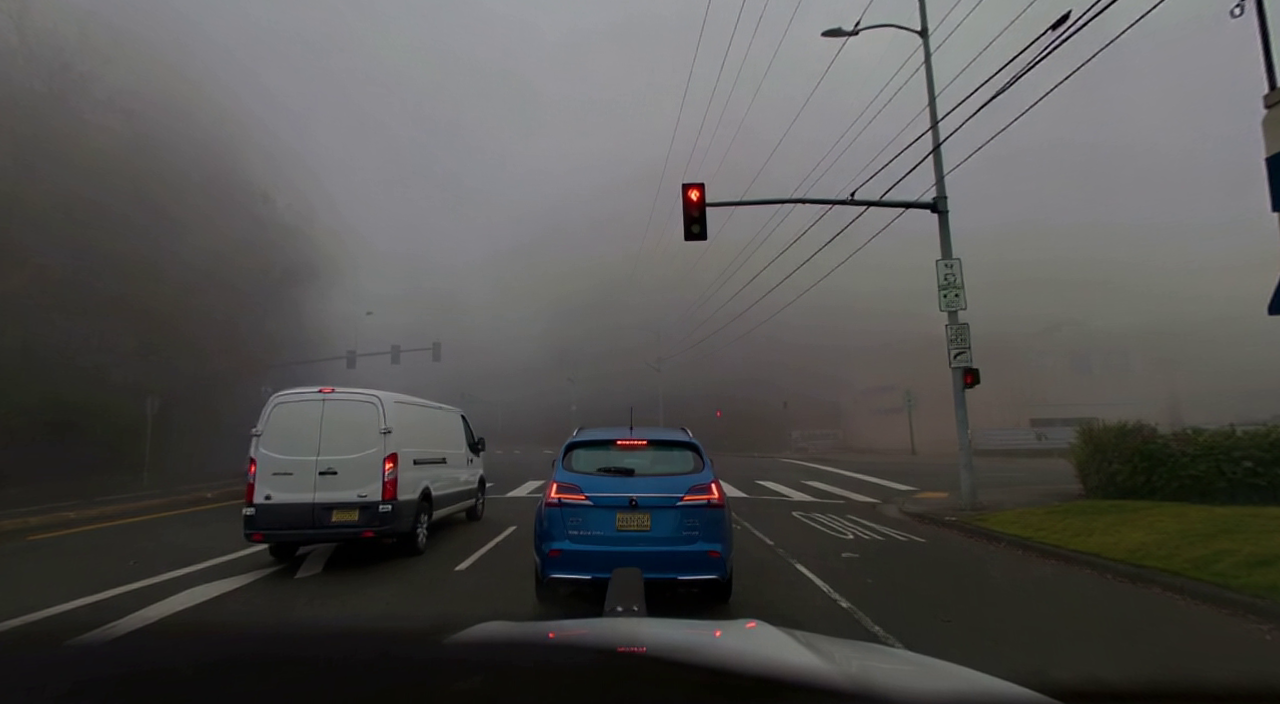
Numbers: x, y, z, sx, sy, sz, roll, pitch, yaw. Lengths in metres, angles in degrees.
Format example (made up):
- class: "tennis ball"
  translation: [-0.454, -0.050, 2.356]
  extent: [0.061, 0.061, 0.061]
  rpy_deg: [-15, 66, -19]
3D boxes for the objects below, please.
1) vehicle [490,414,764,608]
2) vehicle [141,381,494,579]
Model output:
- class: "vehicle"
  translation: [-0.106, 1.464, 6.783]
  extent: [2.064, 1.452, 3.942]
  rpy_deg: [0, -8, 0]
- class: "vehicle"
  translation: [-3.577, 1.513, 8.424]
  extent: [2.076, 1.820, 5.100]
  rpy_deg: [0, -8, -1]
